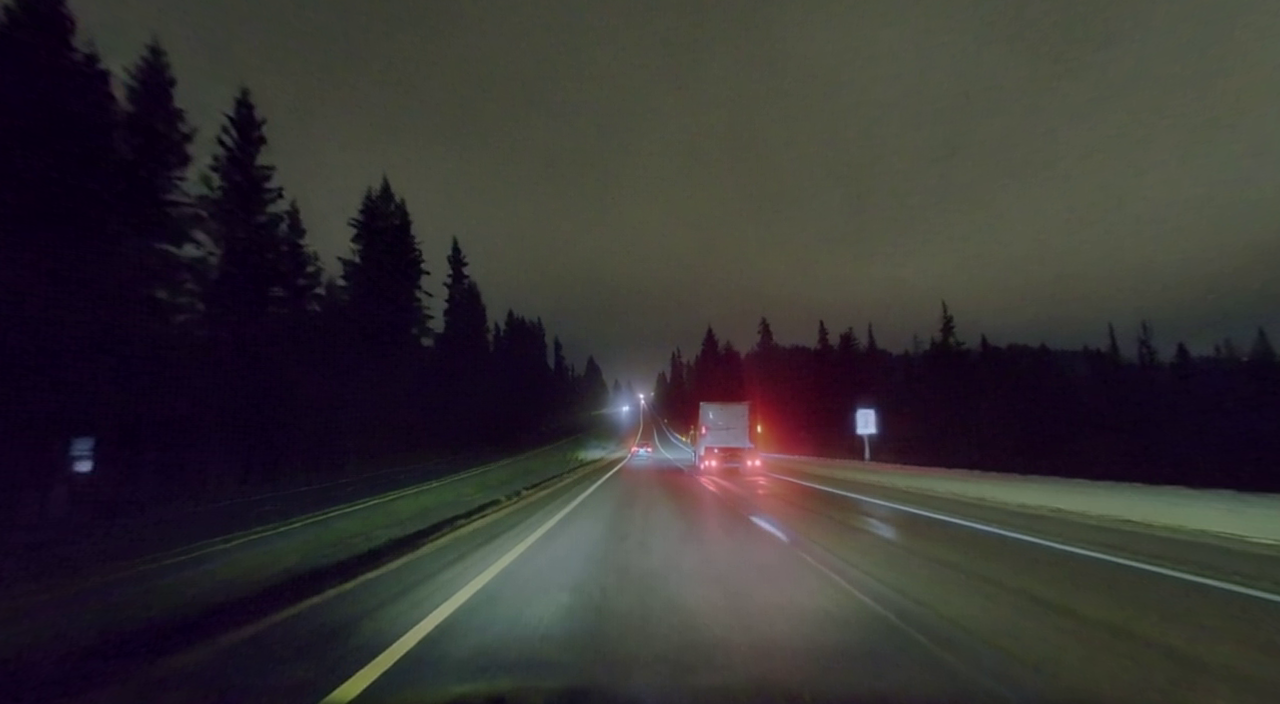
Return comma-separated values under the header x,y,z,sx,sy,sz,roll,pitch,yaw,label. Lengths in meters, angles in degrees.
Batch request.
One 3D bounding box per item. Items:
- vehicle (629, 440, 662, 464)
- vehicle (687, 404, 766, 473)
x,y,z,sx,sy,sz,roll,pitch,yaw,label
0.369,6.953,43.579,2.170,1.544,4.373,0,-9,0,vehicle
4.375,4.703,33.670,3.015,3.211,7.982,1,-9,-1,vehicle
